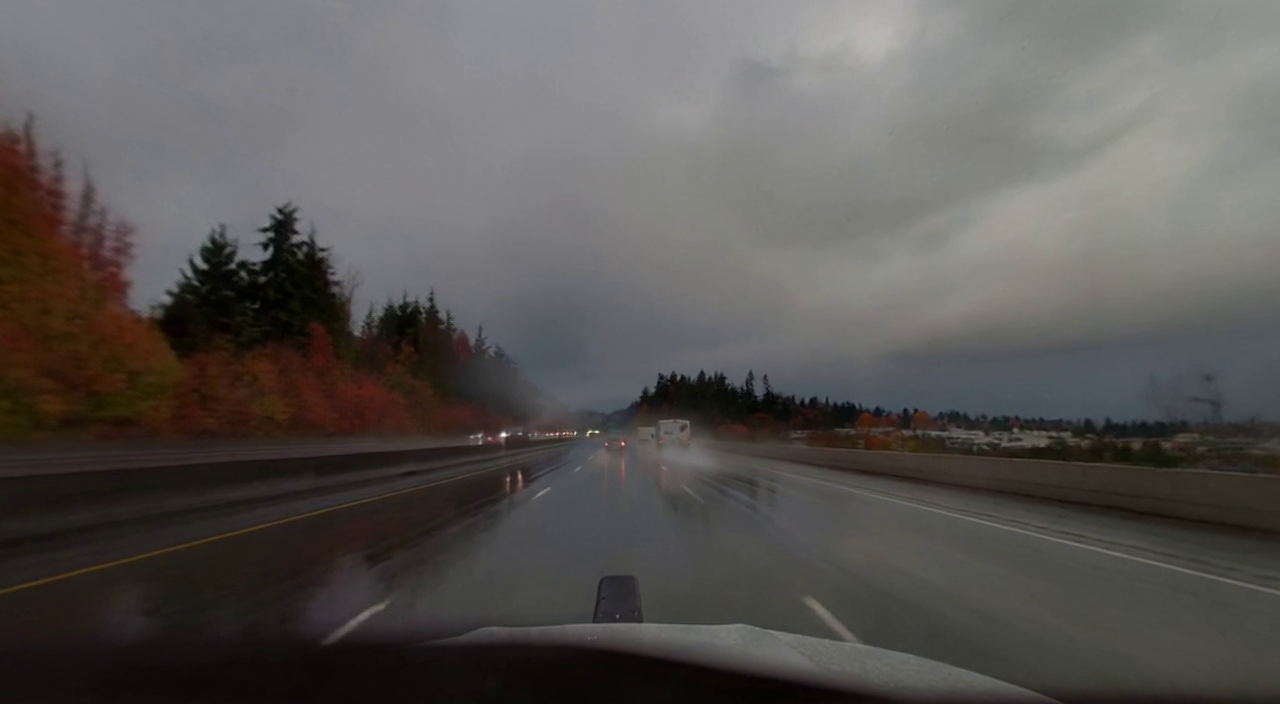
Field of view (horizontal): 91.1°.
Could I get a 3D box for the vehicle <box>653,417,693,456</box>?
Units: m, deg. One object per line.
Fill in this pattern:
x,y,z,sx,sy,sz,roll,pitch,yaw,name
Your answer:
2.290,6.136,45.622,2.411,2.614,5.781,0,-8,-1,vehicle
